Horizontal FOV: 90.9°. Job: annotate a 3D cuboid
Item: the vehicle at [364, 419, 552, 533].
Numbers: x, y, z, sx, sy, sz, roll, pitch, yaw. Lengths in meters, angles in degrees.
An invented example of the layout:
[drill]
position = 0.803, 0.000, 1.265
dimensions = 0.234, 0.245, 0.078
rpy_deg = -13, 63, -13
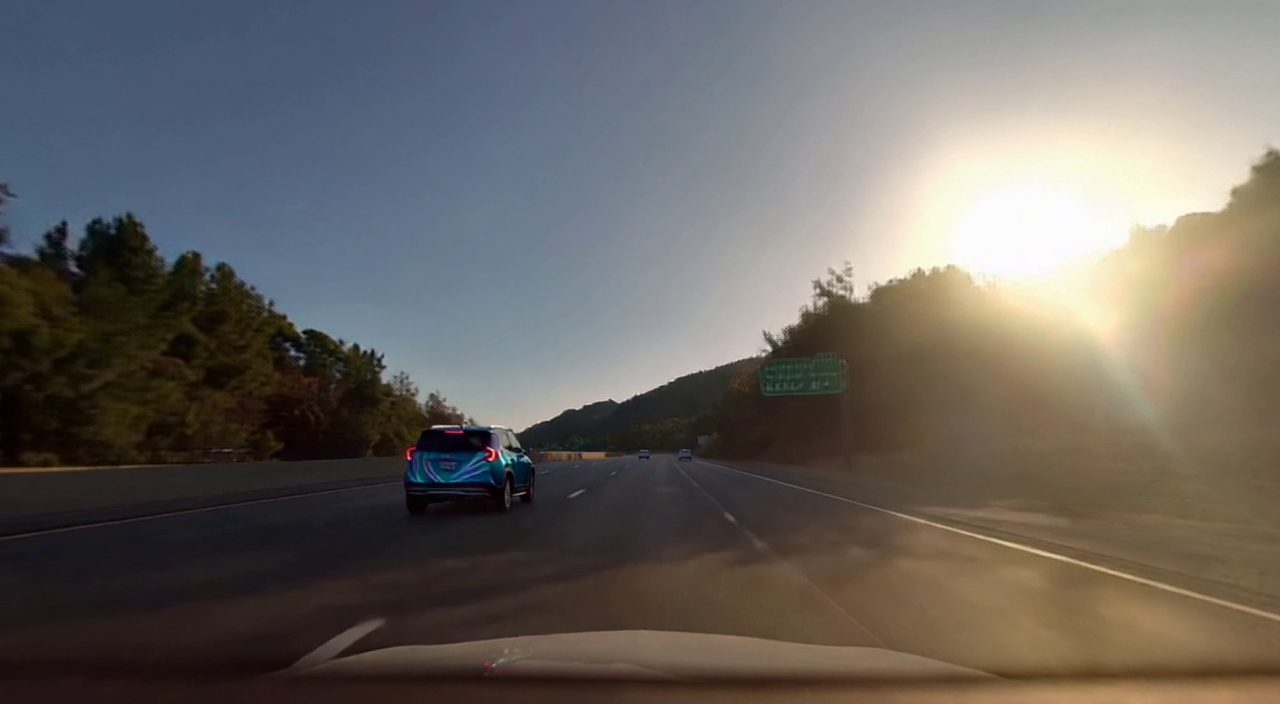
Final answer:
[vehicle]
position = -3.267, 2.336, 12.542
dimensions = 2.183, 1.803, 4.685
rpy_deg = 0, -8, 2
